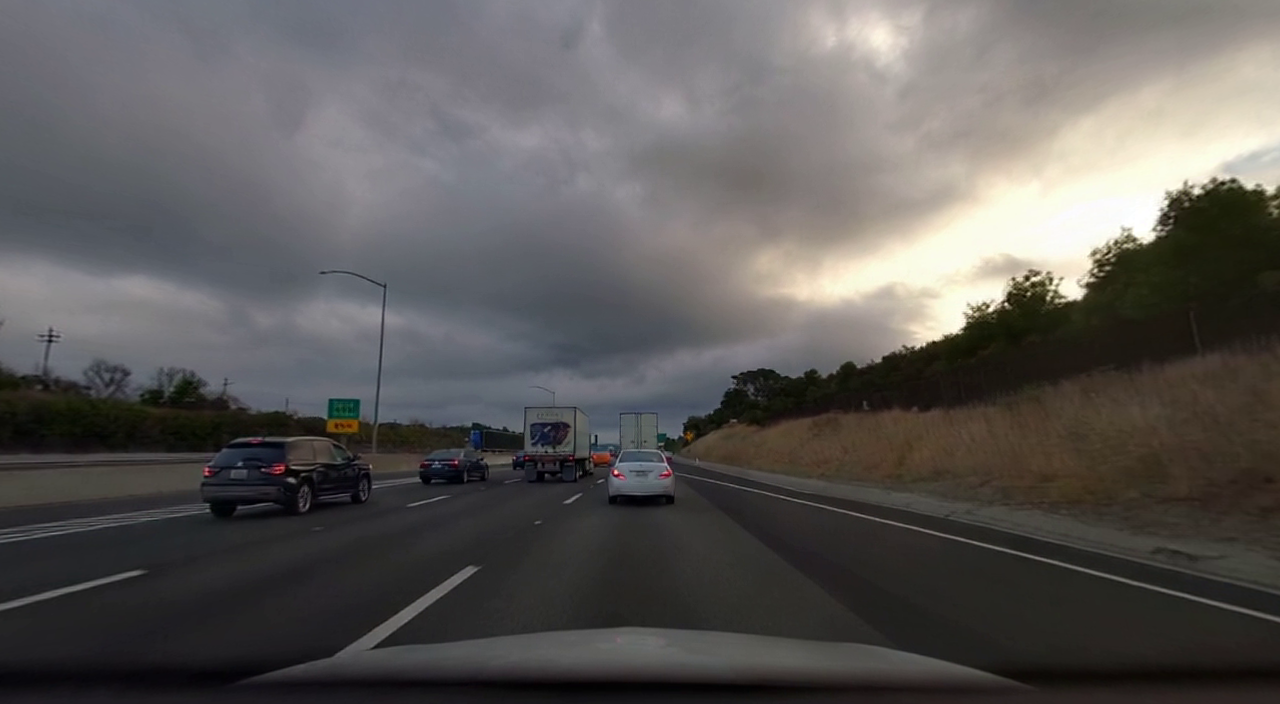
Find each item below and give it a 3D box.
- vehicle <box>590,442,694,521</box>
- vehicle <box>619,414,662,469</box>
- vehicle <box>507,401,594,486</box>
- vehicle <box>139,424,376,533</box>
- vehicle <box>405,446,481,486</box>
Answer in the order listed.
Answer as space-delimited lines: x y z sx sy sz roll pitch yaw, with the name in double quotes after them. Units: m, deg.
0.017 2.774 13.981 1.995 1.495 3.380 0 -9 -1 "vehicle"
0.018 6.985 49.074 3.072 3.947 6.976 0 -9 0 "vehicle"
-3.832 4.220 28.948 2.812 3.342 7.248 -1 -9 1 "vehicle"
-7.206 2.413 12.576 1.952 1.746 4.332 -1 -9 1 "vehicle"
-8.079 4.689 26.218 1.880 1.512 3.758 -1 -9 1 "vehicle"
